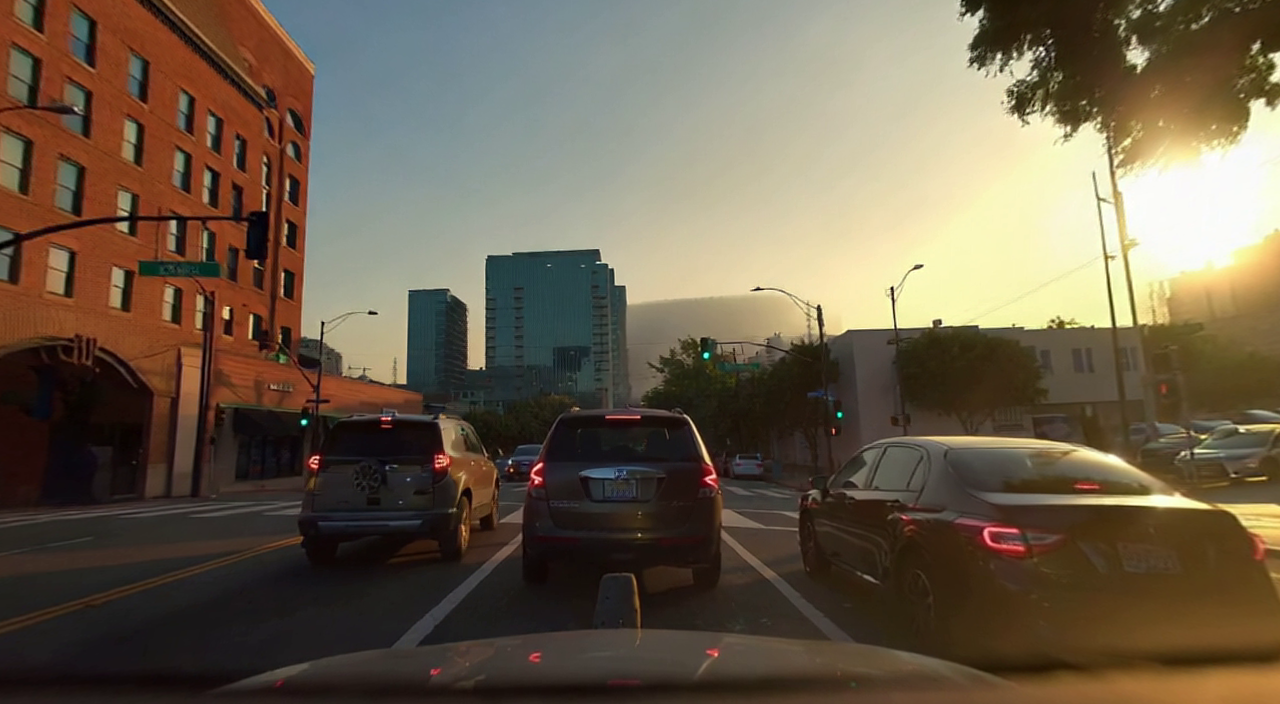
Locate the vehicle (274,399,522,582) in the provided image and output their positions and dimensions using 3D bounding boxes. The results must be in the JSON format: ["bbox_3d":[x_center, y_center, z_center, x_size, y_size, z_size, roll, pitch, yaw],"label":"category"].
[{"bbox_3d":[-2.834,1.707,8.566,1.855,1.812,4.244,0,-8,-3],"label":"vehicle"}]

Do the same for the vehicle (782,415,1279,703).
[{"bbox_3d":[2.573,1.334,5.024,1.852,1.462,4.155,0,-8,-1],"label":"vehicle"}]

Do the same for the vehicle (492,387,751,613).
[{"bbox_3d":[-0.143,1.548,7.513,2.105,1.842,4.537,0,-8,0],"label":"vehicle"}]
